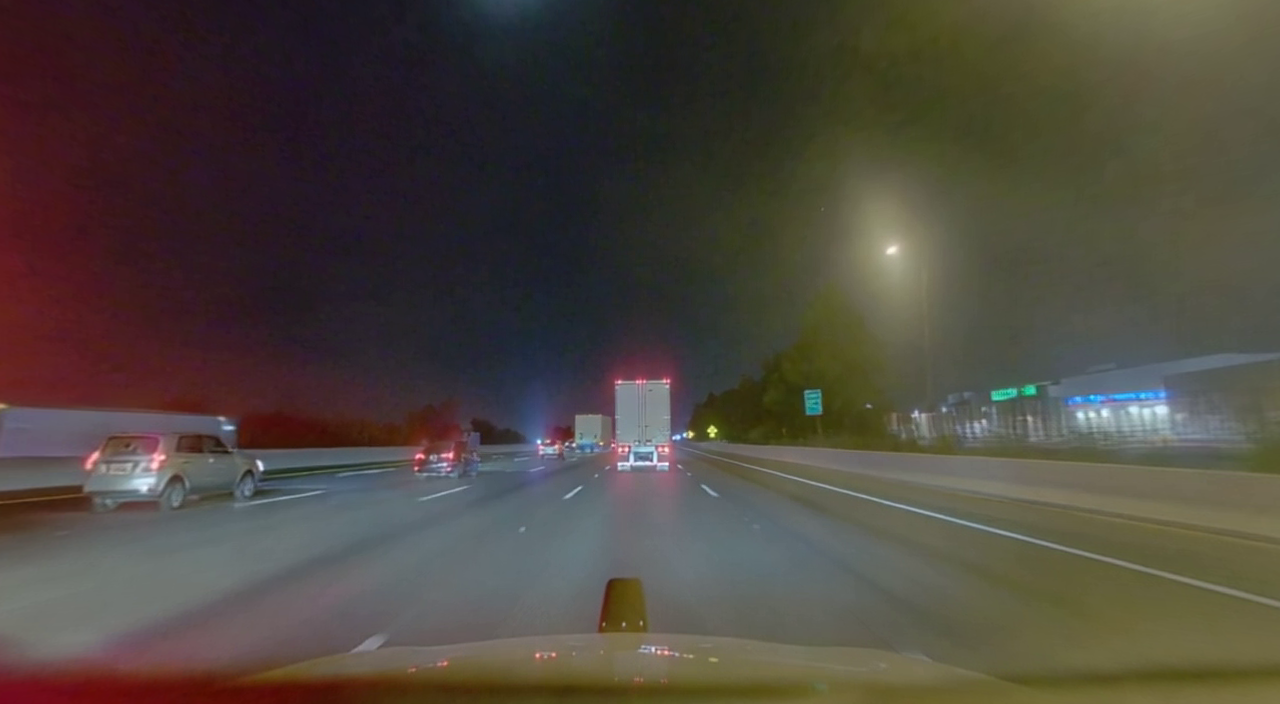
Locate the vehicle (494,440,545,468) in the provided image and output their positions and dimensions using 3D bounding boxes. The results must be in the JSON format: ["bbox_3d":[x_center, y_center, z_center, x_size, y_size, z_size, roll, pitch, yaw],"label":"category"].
[{"bbox_3d":[-6.666,5.701,35.290,1.933,1.459,4.478,0,-9,0],"label":"vehicle"}]

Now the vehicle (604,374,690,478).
[{"bbox_3d":[0.145,3.291,26.794,2.941,3.604,9.851,0,-9,-1],"label":"vehicle"}]

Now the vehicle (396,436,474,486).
[{"bbox_3d":[-7.025,3.756,21.931,1.736,1.580,2.778,0,-9,0],"label":"vehicle"}]

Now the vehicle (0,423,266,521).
[{"bbox_3d":[-10.900,2.577,14.068,2.046,1.779,4.752,0,-9,2],"label":"vehicle"}]
